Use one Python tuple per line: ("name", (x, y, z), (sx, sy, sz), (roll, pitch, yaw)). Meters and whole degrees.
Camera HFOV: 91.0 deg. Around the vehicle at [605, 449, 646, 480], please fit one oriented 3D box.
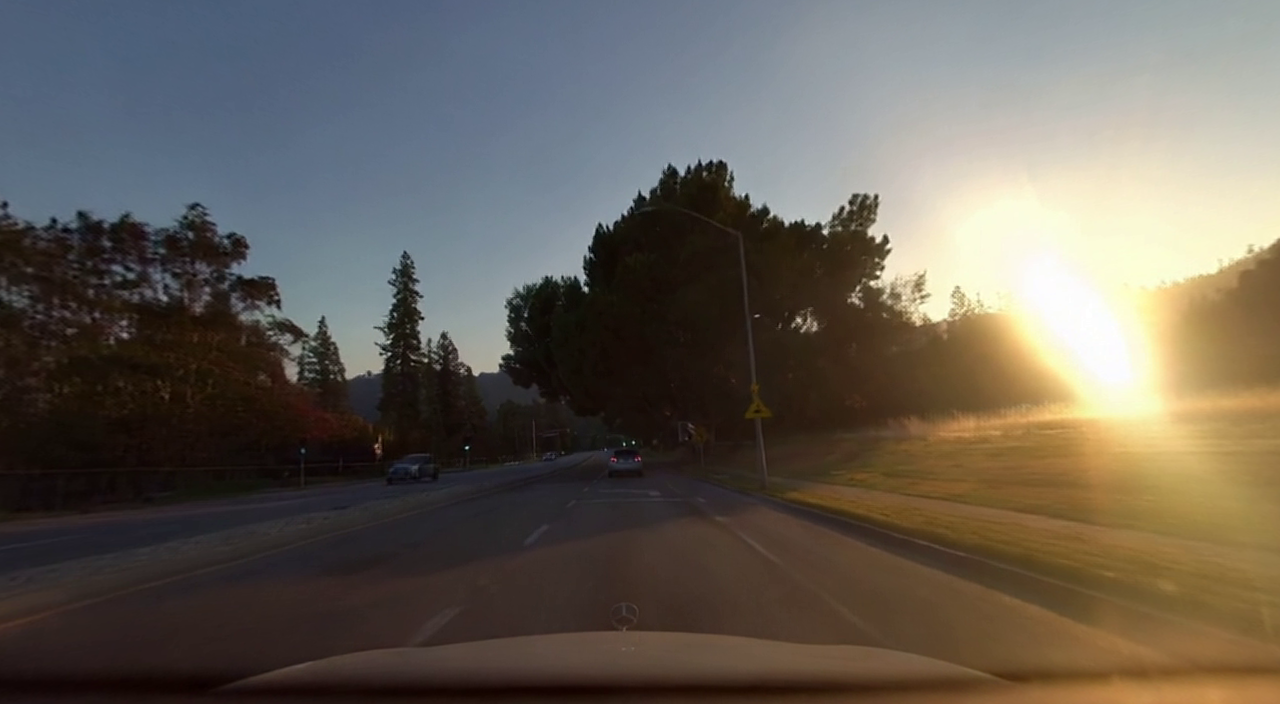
("vehicle", (-0.718, 5.661, 31.863), (1.954, 1.469, 3.465), (0, -9, -1))
